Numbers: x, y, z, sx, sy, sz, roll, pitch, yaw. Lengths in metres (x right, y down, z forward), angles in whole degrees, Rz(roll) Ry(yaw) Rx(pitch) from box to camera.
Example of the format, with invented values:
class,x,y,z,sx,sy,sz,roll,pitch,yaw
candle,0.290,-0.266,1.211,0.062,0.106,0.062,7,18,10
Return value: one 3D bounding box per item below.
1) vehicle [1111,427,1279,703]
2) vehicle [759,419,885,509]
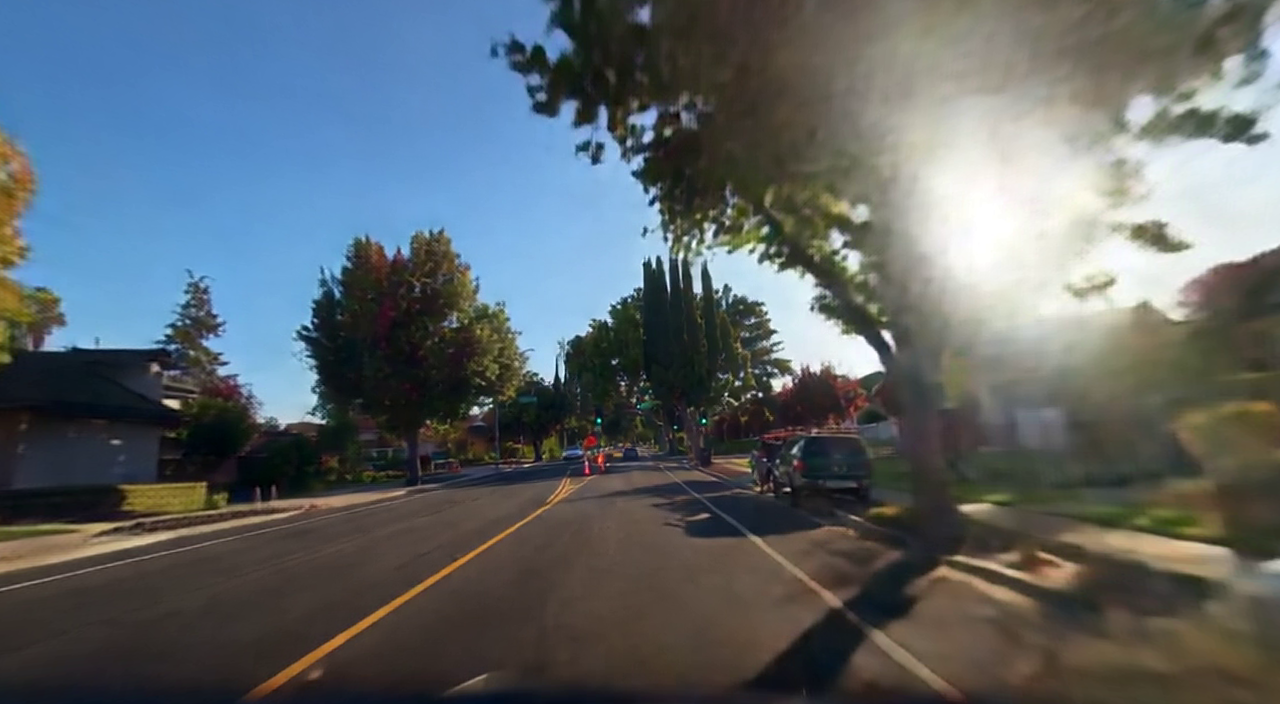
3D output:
class,x,y,z,sx,sy,sz,roll,pitch,yaw
vehicle,3.925,0.887,1.727,1.870,1.441,4.539,-1,-9,2
vehicle,4.255,2.680,15.377,2.241,1.935,3.270,-1,-9,4
